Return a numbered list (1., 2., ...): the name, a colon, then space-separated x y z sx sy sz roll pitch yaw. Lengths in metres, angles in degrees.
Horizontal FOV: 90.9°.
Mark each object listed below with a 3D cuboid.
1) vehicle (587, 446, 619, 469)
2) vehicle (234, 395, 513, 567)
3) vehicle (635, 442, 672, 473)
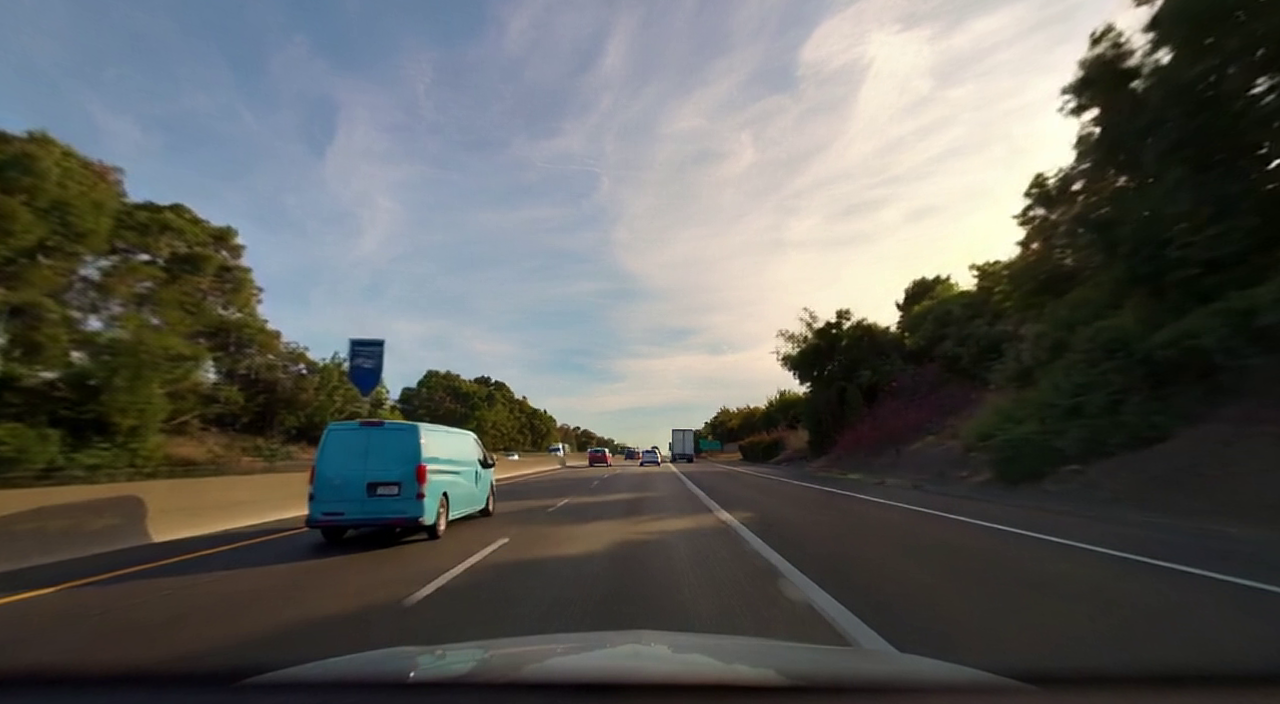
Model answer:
1. vehicle: -2.839 8.258 49.568 2.112 1.707 4.530 -1 -9 1
2. vehicle: -3.659 1.909 10.023 2.167 1.991 5.062 0 -9 0
3. vehicle: 0.838 6.703 40.226 2.209 1.825 4.036 -1 -9 1
